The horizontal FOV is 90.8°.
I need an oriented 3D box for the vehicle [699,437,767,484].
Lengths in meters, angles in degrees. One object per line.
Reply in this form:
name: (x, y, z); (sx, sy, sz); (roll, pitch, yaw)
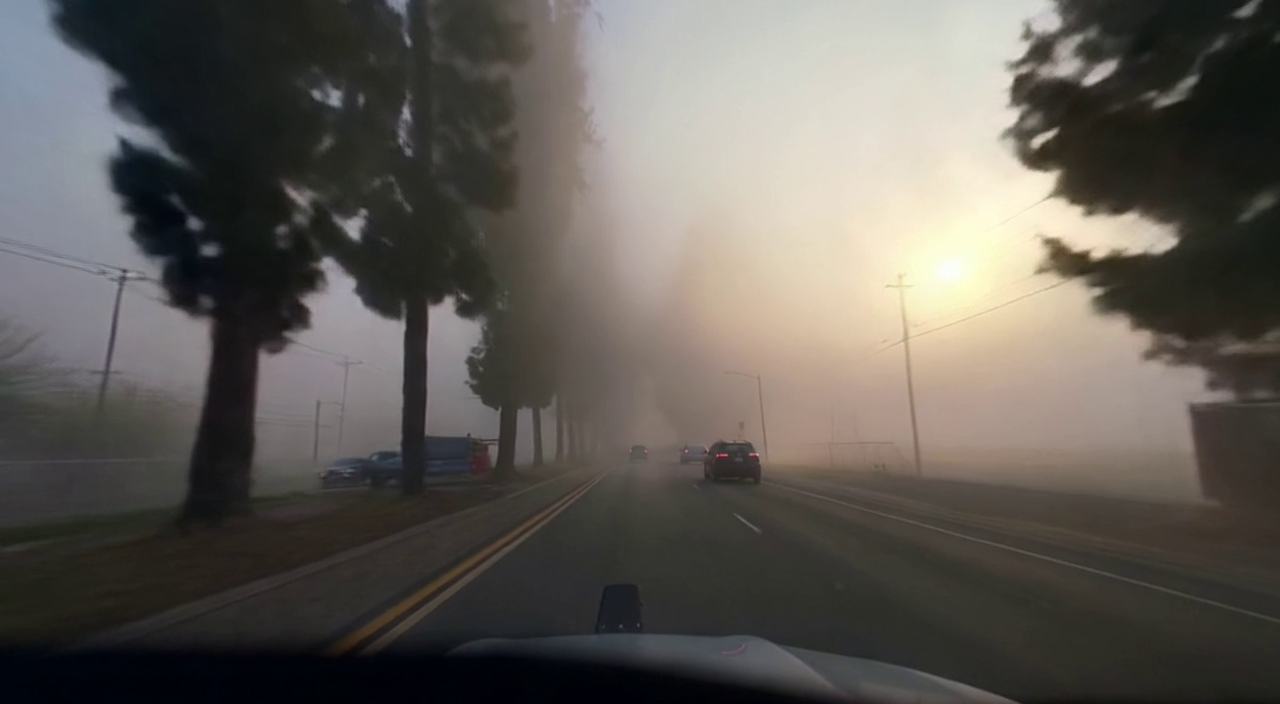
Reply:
vehicle: (3.881, 4.636, 27.228); (2.112, 1.825, 4.574); (0, -9, -2)

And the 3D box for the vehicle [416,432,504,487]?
vehicle: (-8.935, 5.345, 31.576); (3.613, 2.628, 2.227); (0, -9, 2)

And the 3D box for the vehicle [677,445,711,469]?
vehicle: (3.816, 7.533, 45.518); (2.012, 1.653, 4.115); (0, -9, -1)

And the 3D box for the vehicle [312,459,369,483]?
vehicle: (-22.021, 8.769, 46.707); (2.005, 1.567, 4.461); (0, -8, 0)
